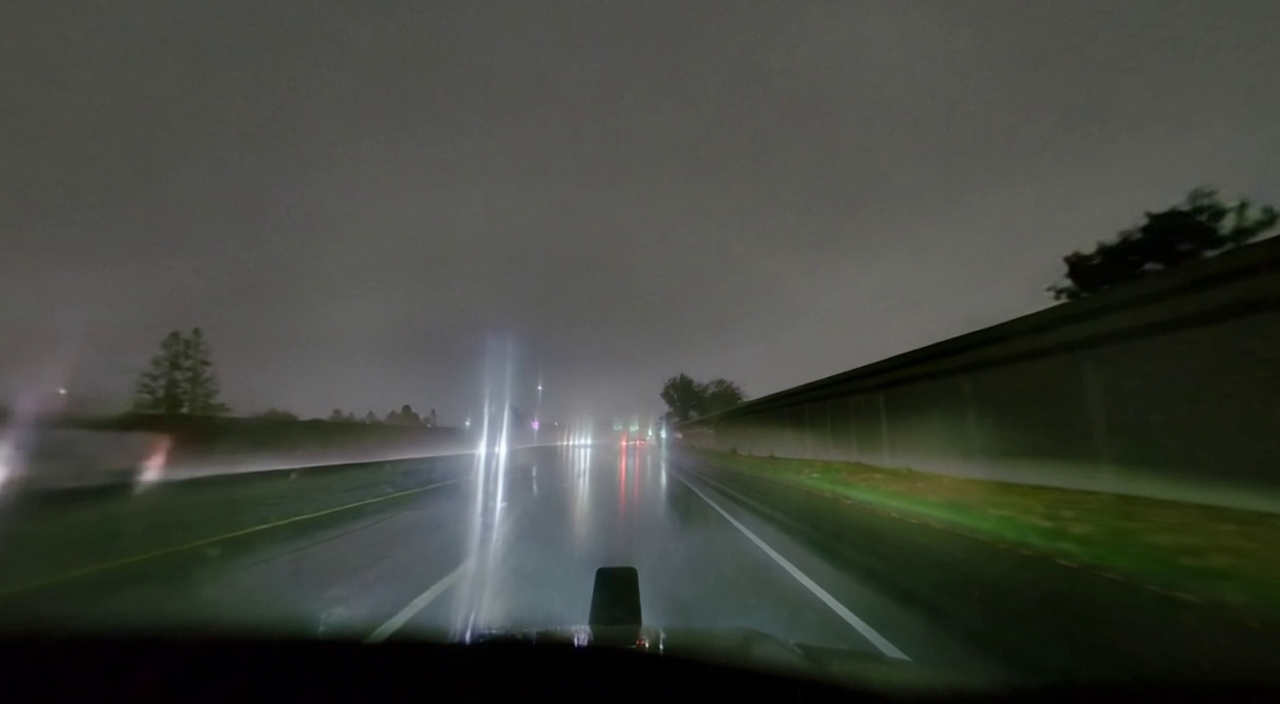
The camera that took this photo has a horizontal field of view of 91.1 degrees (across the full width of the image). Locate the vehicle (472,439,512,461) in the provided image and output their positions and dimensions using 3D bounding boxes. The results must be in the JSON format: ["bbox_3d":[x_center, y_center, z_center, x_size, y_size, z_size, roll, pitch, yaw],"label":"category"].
[{"bbox_3d":[-10.812,7.175,46.298,1.889,1.554,4.163,0,-8,1],"label":"vehicle"}]

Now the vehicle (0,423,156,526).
[{"bbox_3d":[-13.431,2.525,13.355,2.136,1.968,5.178,0,-8,0],"label":"vehicle"}]
